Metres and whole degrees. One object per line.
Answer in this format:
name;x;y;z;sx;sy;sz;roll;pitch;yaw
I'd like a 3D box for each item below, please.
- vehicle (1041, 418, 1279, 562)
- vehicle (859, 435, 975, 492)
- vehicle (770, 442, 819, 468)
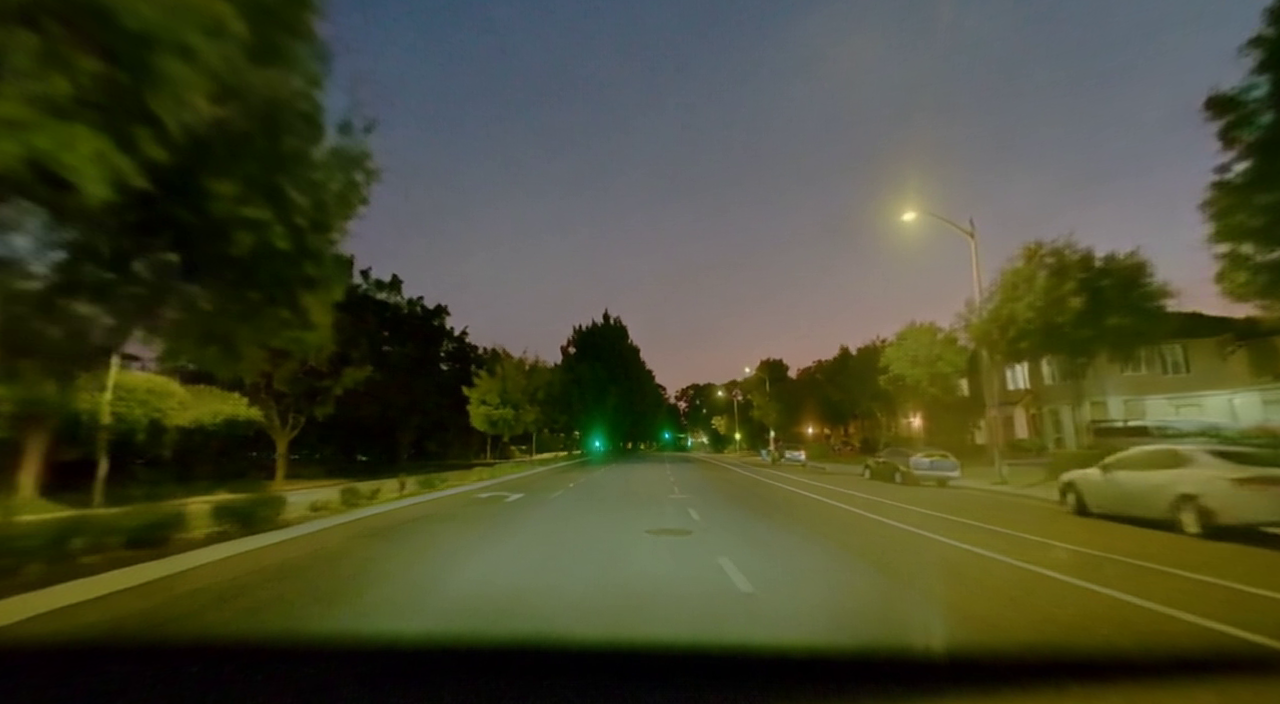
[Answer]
vehicle;8.833;1.973;9.704;2.192;1.714;4.885;-1;-9;1
vehicle;9.323;3.788;21.767;1.990;1.728;4.597;-1;-9;1
vehicle;9.769;6.530;40.224;2.076;1.547;4.398;0;-9;1
